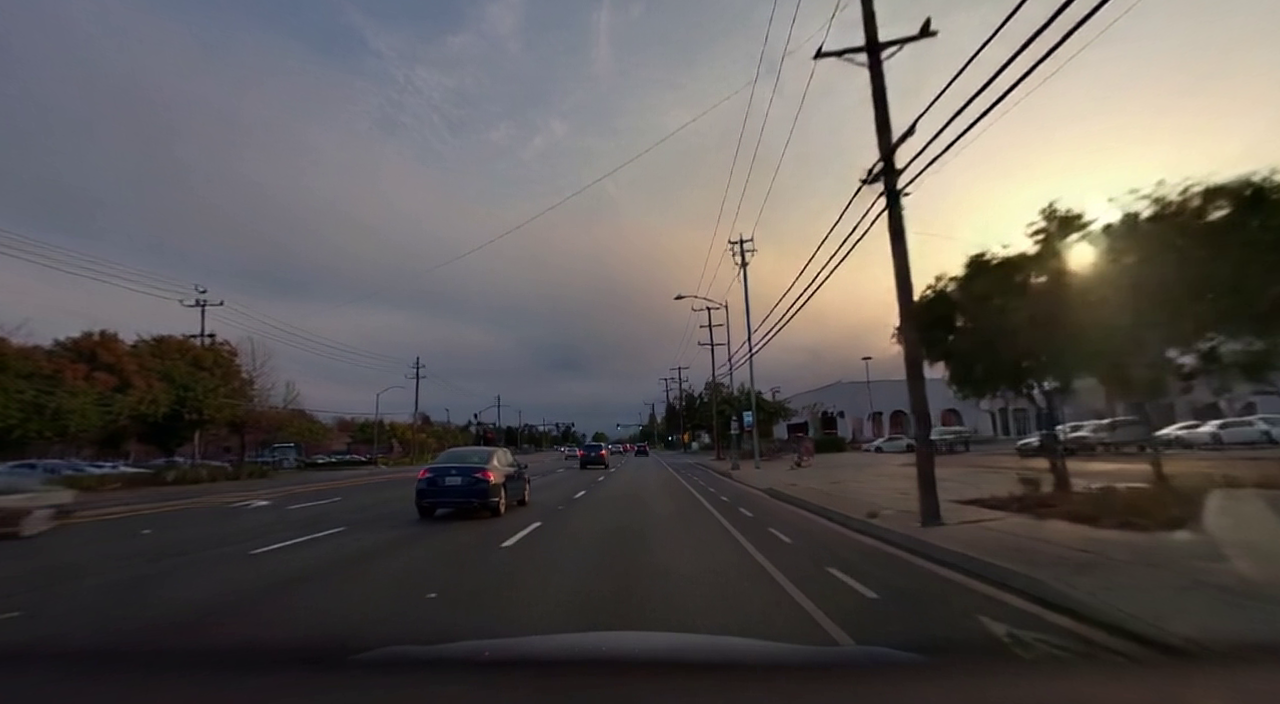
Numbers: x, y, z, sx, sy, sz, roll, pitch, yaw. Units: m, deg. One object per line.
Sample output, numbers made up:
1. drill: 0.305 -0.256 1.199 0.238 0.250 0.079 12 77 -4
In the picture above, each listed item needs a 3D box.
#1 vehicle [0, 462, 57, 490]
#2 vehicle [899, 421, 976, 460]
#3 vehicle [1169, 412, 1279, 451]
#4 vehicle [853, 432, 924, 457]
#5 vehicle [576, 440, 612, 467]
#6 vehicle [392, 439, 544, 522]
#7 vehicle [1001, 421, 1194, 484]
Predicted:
1. vehicle: -40.342 7.826 39.818 4.560 1.649 2.040 1 -9 -7
2. vehicle: 16.857 4.998 35.562 4.319 1.812 2.020 2 -10 -38
3. vehicle: 28.780 3.932 30.649 1.985 1.739 4.397 1 -9 -4
4. vehicle: 16.716 6.228 42.284 4.497 1.548 1.997 6 -10 -30
5. vehicle: -3.149 7.021 43.664 2.087 1.736 4.311 0 -9 1
6. vehicle: -3.471 2.692 13.741 1.942 1.469 4.426 0 -9 2
7. vehicle: 12.294 2.779 17.420 1.938 1.495 4.639 0 -9 2
